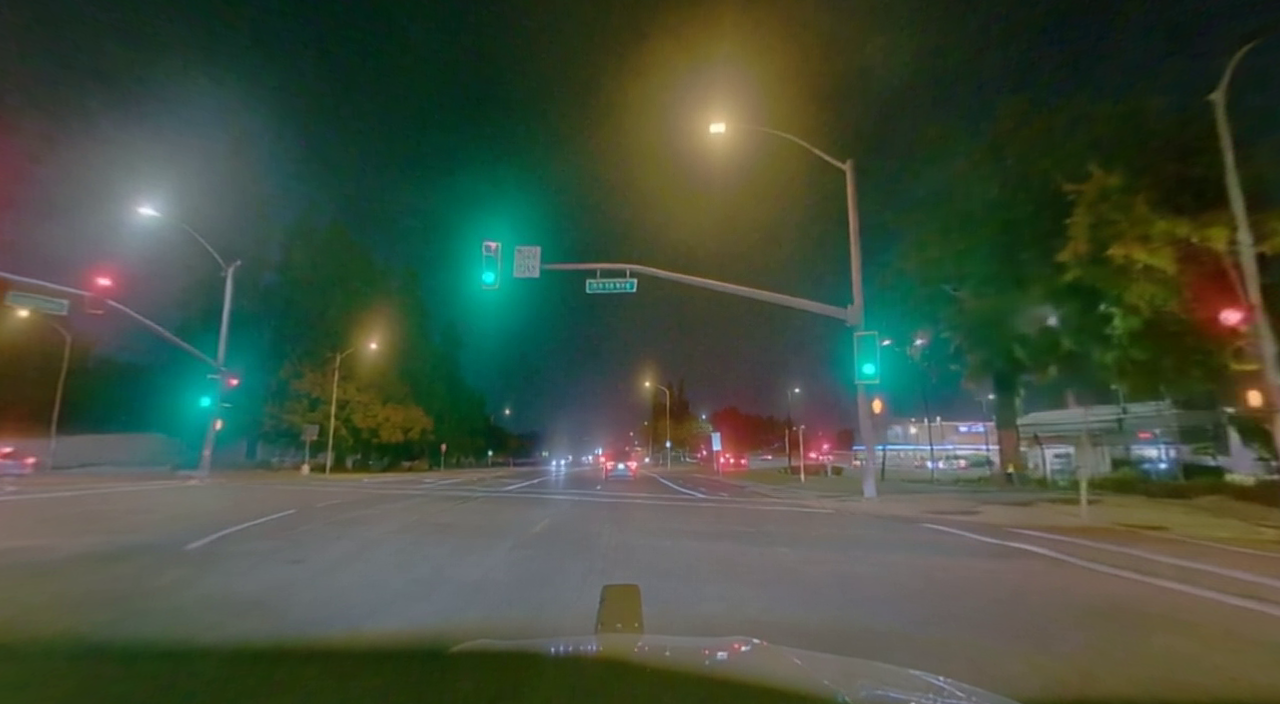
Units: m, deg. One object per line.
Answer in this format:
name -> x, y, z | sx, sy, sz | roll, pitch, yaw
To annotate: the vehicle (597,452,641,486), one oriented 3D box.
vehicle -> -1.040, 5.420, 29.543 | 1.917, 1.418, 3.987 | 0, -9, -3
